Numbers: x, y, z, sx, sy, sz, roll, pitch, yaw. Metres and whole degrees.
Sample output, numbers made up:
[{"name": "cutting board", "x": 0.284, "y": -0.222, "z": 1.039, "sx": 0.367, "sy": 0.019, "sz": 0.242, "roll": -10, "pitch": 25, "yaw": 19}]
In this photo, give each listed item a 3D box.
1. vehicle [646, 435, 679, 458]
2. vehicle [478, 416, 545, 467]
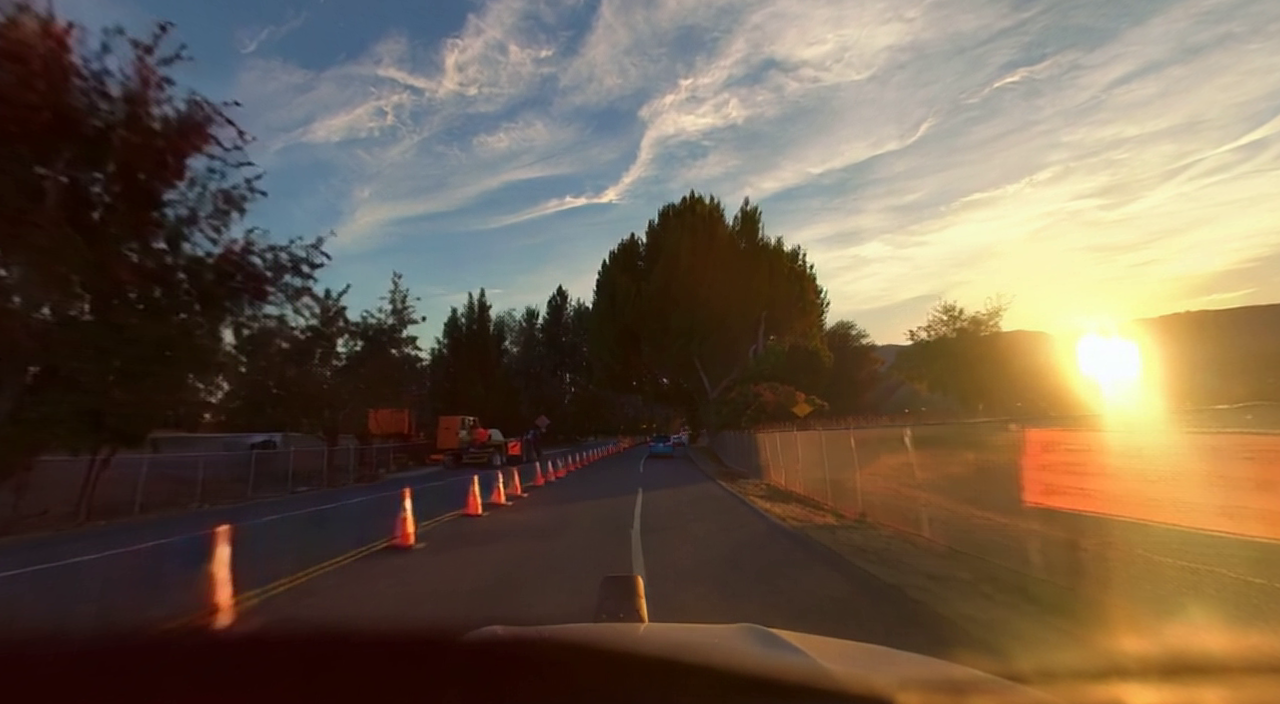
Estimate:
[{"name": "vehicle", "x": 1.553, "y": 6.608, "z": 43.951, "sx": 2.172, "sy": 1.486, "sz": 3.581, "roll": -1, "pitch": -9, "yaw": 2}, {"name": "vehicle", "x": -7.096, "y": 4.988, "z": 35.151, "sx": 3.064, "sy": 2.710, "sz": 2.385, "roll": -1, "pitch": -9, "yaw": 4}]
